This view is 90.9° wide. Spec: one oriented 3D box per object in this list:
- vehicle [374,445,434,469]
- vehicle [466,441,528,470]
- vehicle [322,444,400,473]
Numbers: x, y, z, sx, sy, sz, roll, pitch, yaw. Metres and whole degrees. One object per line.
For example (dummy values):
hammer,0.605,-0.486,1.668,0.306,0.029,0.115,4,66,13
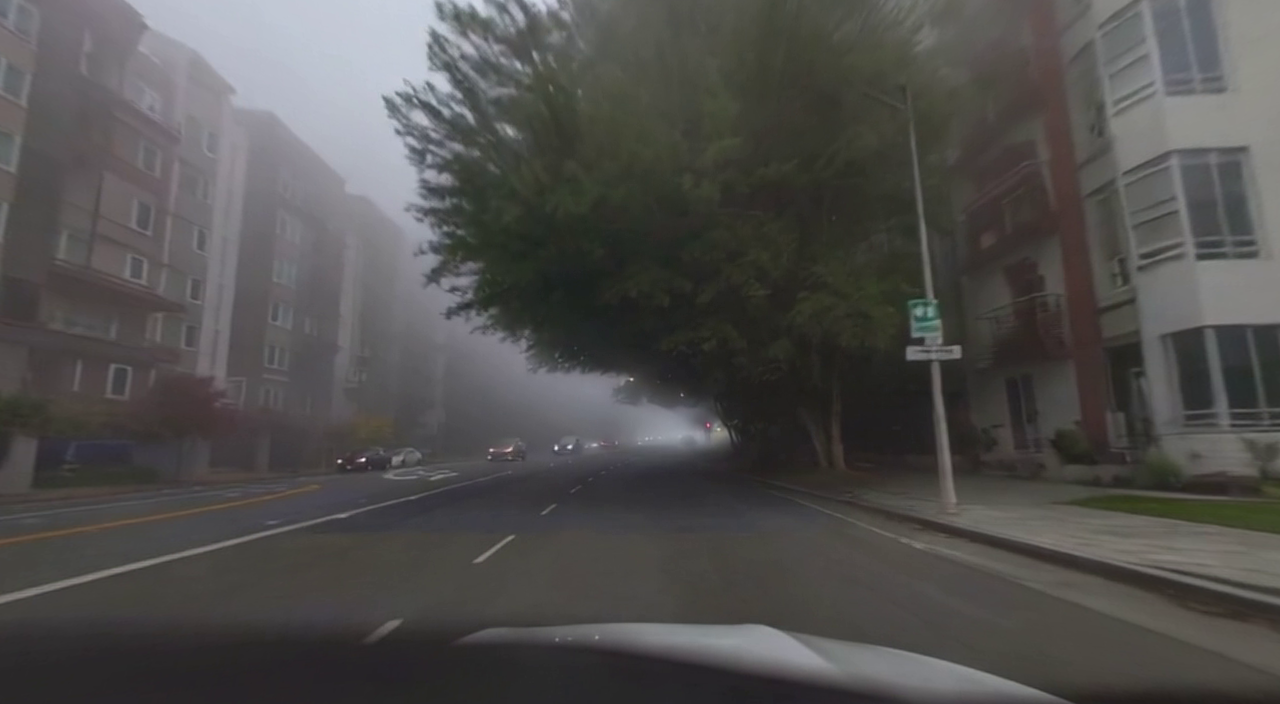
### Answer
vehicle,-15.665,6.978,42.123,1.816,1.464,4.540,-1,-9,6
vehicle,-7.976,5.812,35.540,2.017,1.473,4.379,-1,-9,7
vehicle,-15.642,5.986,35.670,1.878,1.506,4.693,-1,-9,6
